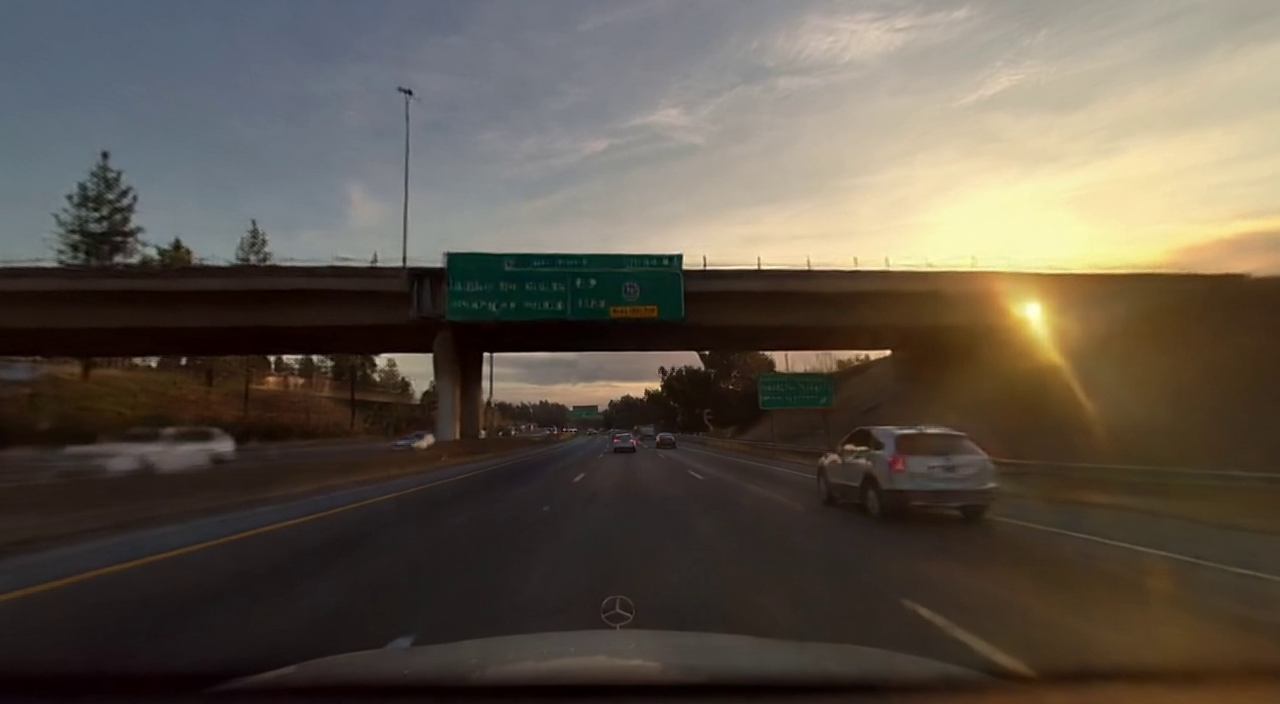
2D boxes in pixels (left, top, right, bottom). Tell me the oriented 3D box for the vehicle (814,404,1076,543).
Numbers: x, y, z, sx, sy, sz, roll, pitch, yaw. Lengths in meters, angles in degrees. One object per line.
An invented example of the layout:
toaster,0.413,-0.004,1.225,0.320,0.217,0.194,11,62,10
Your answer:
vehicle,4.092,1.673,9.302,1.892,1.600,3.782,0,-8,-1

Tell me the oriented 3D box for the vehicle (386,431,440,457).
vehicle,-13.427,5.479,37.529,1.832,1.446,3.950,0,-8,-1

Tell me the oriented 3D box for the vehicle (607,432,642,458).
vehicle,-0.943,5.506,37.491,1.987,1.440,3.565,0,-8,-1

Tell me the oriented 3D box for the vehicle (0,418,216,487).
vehicle,-13.376,2.525,16.176,2.017,1.493,4.377,0,-8,-1
